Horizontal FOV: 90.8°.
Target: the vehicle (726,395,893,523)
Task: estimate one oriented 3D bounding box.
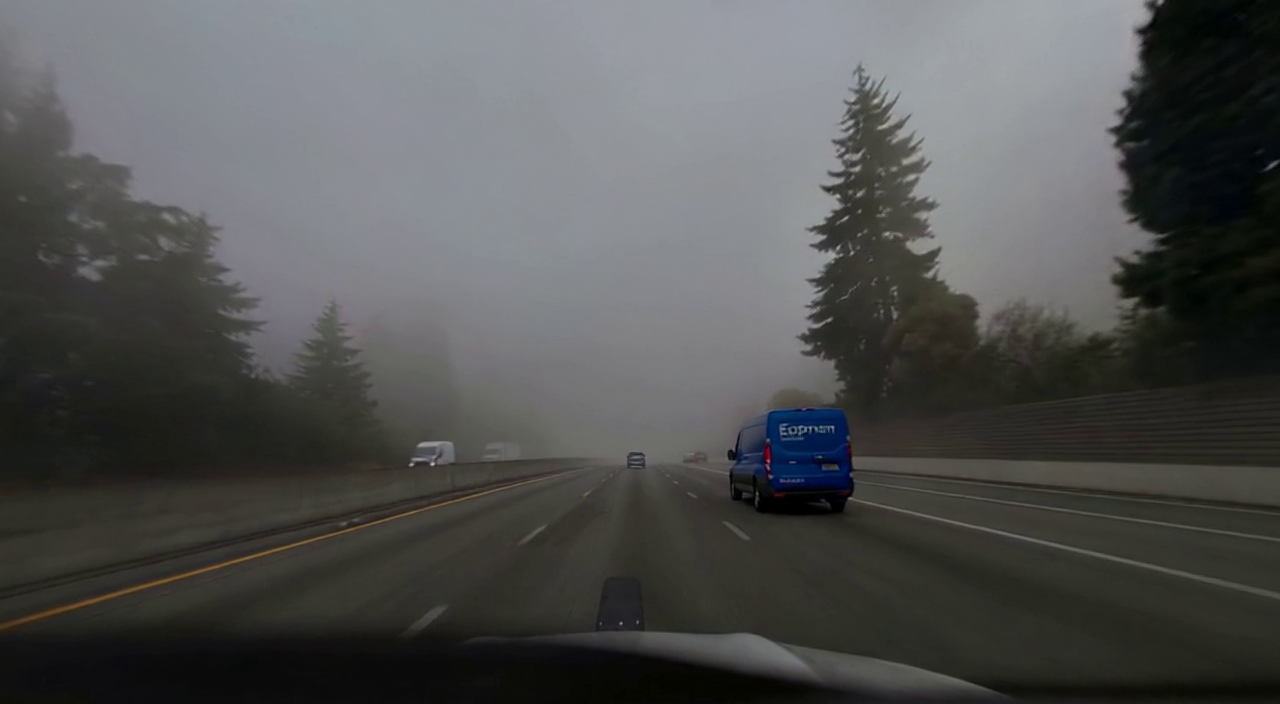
[{"bbox_3d":[3.805,2.606,15.677,2.373,2.561,5.922,0,-9,-1],"label":"vehicle"}]

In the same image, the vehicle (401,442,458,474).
[{"bbox_3d":[-15.779,7.989,47.720,2.275,2.221,5.772,0,-9,0],"label":"vehicle"}]

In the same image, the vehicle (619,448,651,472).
[{"bbox_3d":[-0.338,7.851,45.942,2.168,1.653,4.307,0,-9,0],"label":"vehicle"}]
